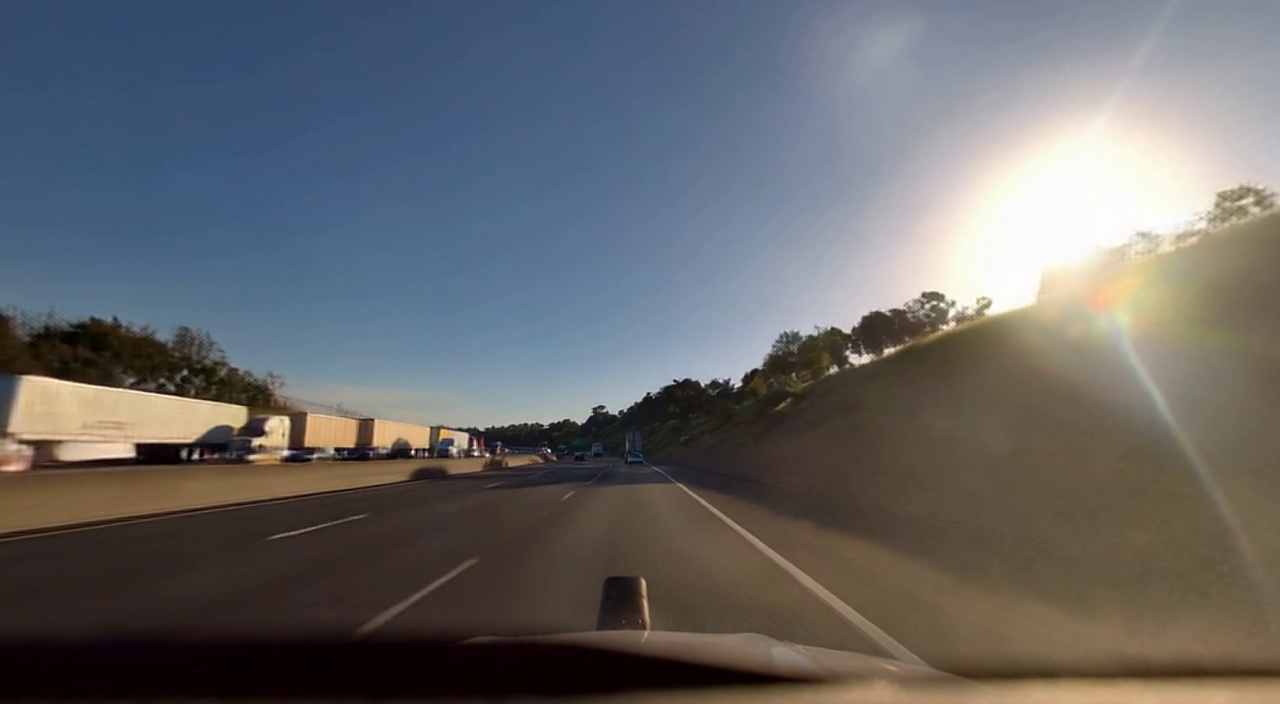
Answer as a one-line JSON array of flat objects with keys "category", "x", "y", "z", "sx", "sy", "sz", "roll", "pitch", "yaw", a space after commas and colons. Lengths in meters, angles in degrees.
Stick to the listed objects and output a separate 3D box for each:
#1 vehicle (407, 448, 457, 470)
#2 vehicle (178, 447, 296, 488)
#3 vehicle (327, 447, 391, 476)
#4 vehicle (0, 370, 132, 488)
[{"category": "vehicle", "x": -15.563, "y": 8.034, "z": 47.445, "sx": 2.155, "sy": 1.506, "sz": 4.541, "roll": 0, "pitch": -9, "yaw": 0}, {"category": "vehicle", "x": -15.759, "y": 4.516, "z": 24.947, "sx": 1.884, "sy": 1.436, "sz": 4.220, "roll": 0, "pitch": -9, "yaw": -1}, {"category": "vehicle", "x": -15.404, "y": 6.025, "z": 34.791, "sx": 1.699, "sy": 1.513, "sz": 3.748, "roll": 0, "pitch": -9, "yaw": 1}, {"category": "vehicle", "x": -23.359, "y": 2.891, "z": 23.082, "sx": 3.012, "sy": 3.968, "sz": 7.683, "roll": 0, "pitch": -9, "yaw": -1}]
